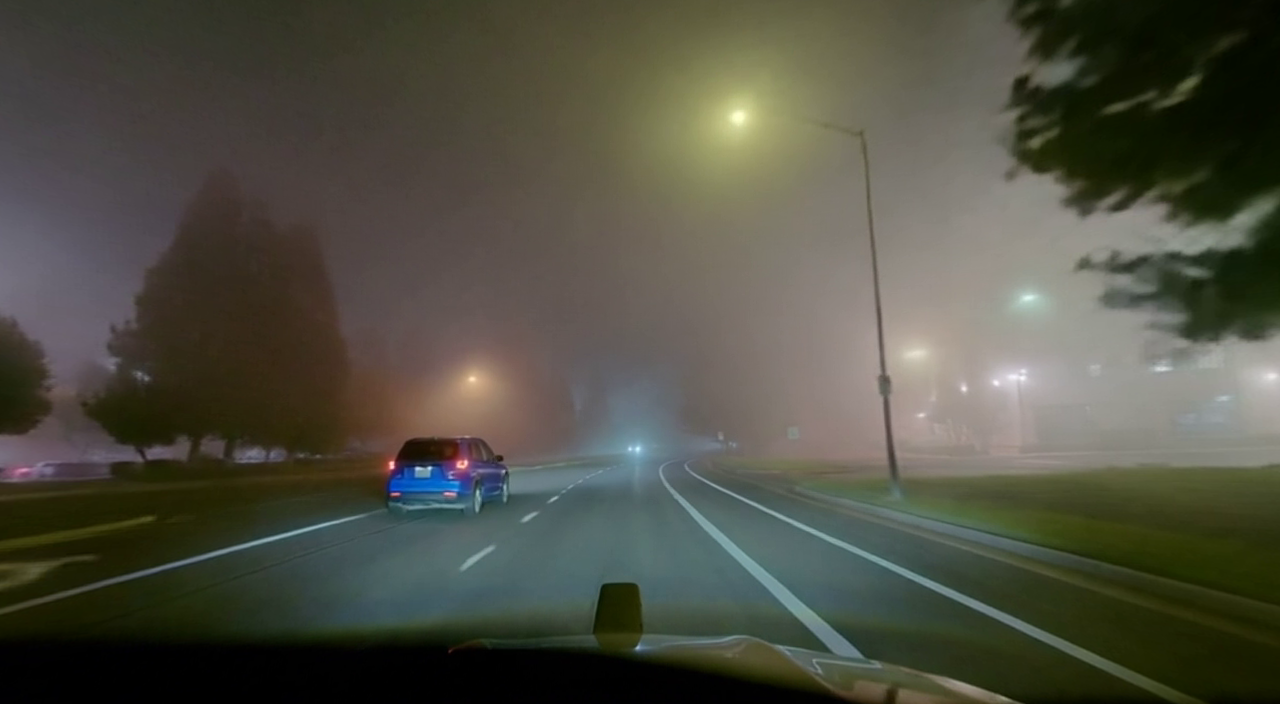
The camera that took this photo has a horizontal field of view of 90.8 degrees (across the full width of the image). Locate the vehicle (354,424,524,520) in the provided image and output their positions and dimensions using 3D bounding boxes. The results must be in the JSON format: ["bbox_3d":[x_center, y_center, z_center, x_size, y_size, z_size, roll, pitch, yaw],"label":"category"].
[{"bbox_3d":[-4.035,2.506,13.654,2.121,1.724,4.392,0,-9,1],"label":"vehicle"}]
